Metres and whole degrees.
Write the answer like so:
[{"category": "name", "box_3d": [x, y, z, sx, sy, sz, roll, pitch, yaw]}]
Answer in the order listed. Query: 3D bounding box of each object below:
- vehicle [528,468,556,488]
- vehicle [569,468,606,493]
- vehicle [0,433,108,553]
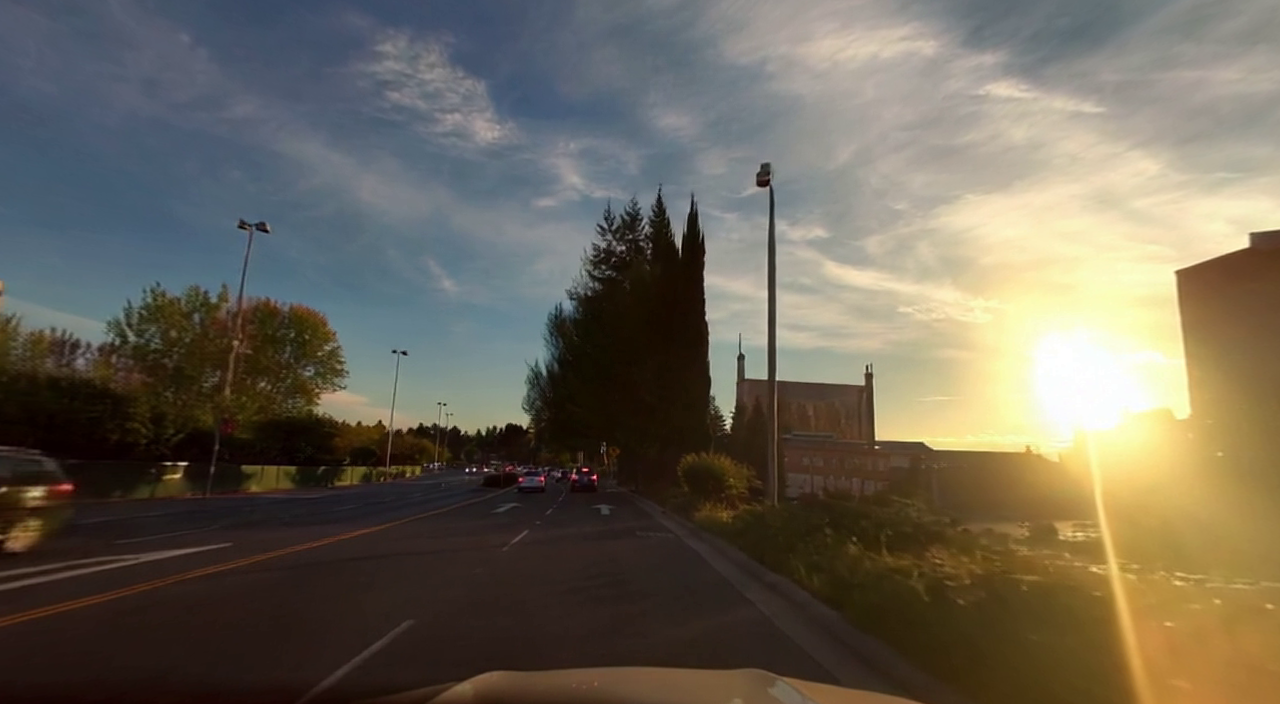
[{"category": "vehicle", "box_3d": [-7.770, 9.957, 49.960, 2.030, 1.441, 4.806, 3, -11, -8]}, {"category": "vehicle", "box_3d": [-3.571, 8.541, 42.014, 2.129, 1.471, 4.258, 3, -11, -8]}, {"category": "vehicle", "box_3d": [-10.057, 1.869, 8.324, 2.183, 1.665, 4.498, 2, -11, -3]}]
